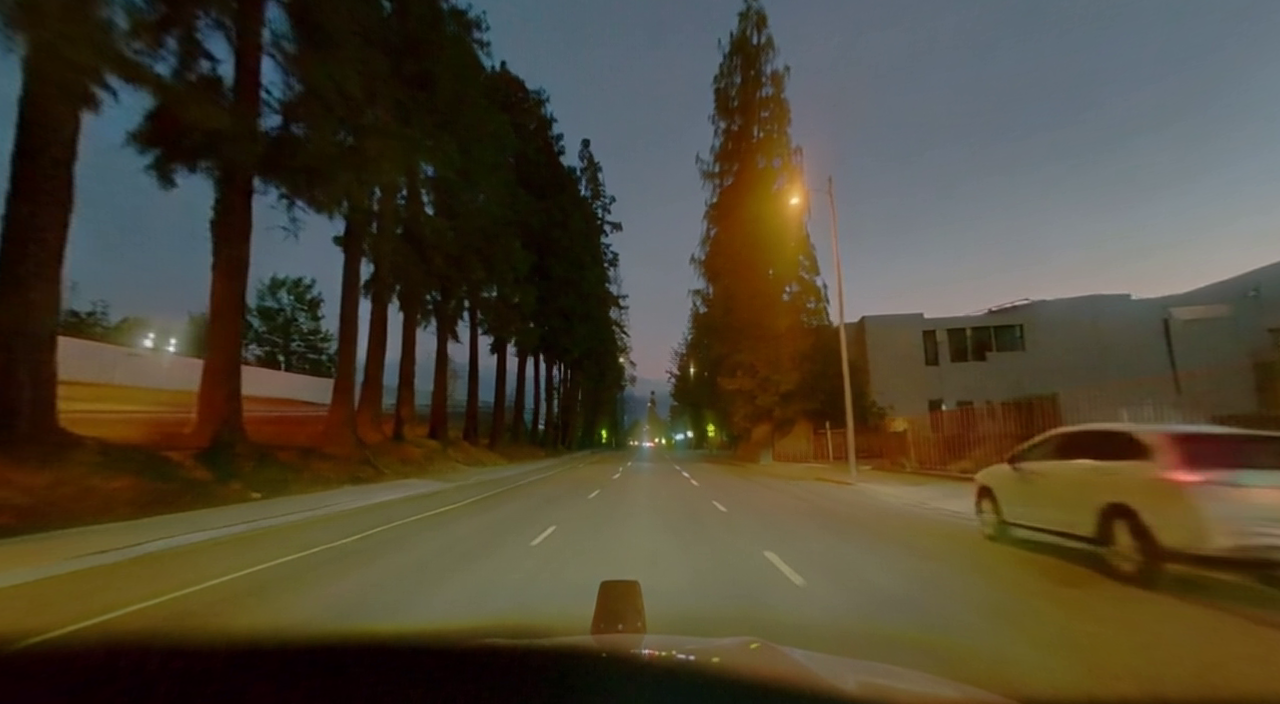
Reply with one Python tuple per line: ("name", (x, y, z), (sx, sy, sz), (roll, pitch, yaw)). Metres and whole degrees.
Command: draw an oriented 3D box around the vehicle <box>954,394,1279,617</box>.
("vehicle", (6.108, 1.599, 7.660), (2.177, 1.788, 5.106), (0, -8, 3))
